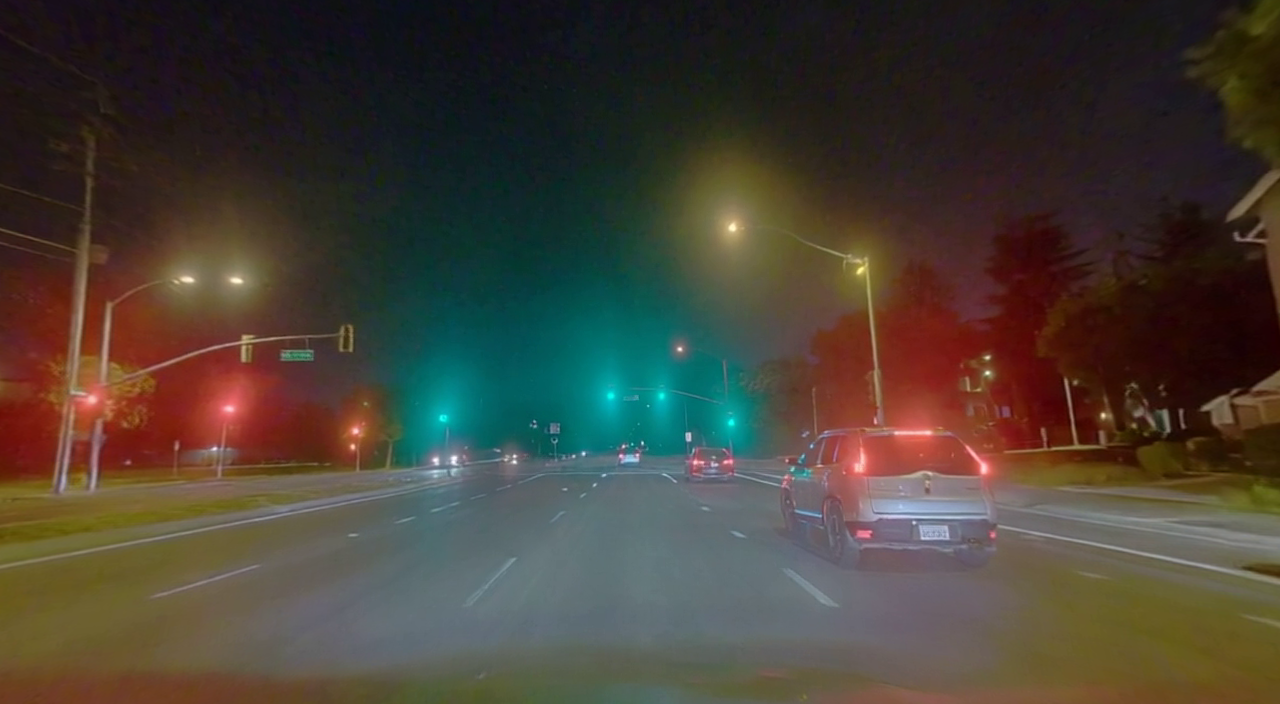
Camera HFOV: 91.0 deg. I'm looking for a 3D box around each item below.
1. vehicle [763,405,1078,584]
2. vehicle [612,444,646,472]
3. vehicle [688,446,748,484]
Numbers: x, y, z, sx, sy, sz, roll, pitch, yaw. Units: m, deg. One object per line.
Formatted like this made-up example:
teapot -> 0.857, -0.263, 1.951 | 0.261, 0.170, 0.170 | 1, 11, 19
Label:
vehicle -> 3.247, 1.767, 8.636 | 2.129, 1.761, 4.610 | 0, -9, -1
vehicle -> -0.767, 7.003, 41.781 | 2.146, 1.685, 4.003 | 0, -9, -2
vehicle -> 3.124, 4.636, 26.119 | 1.889, 1.451, 4.180 | 0, -9, -1
